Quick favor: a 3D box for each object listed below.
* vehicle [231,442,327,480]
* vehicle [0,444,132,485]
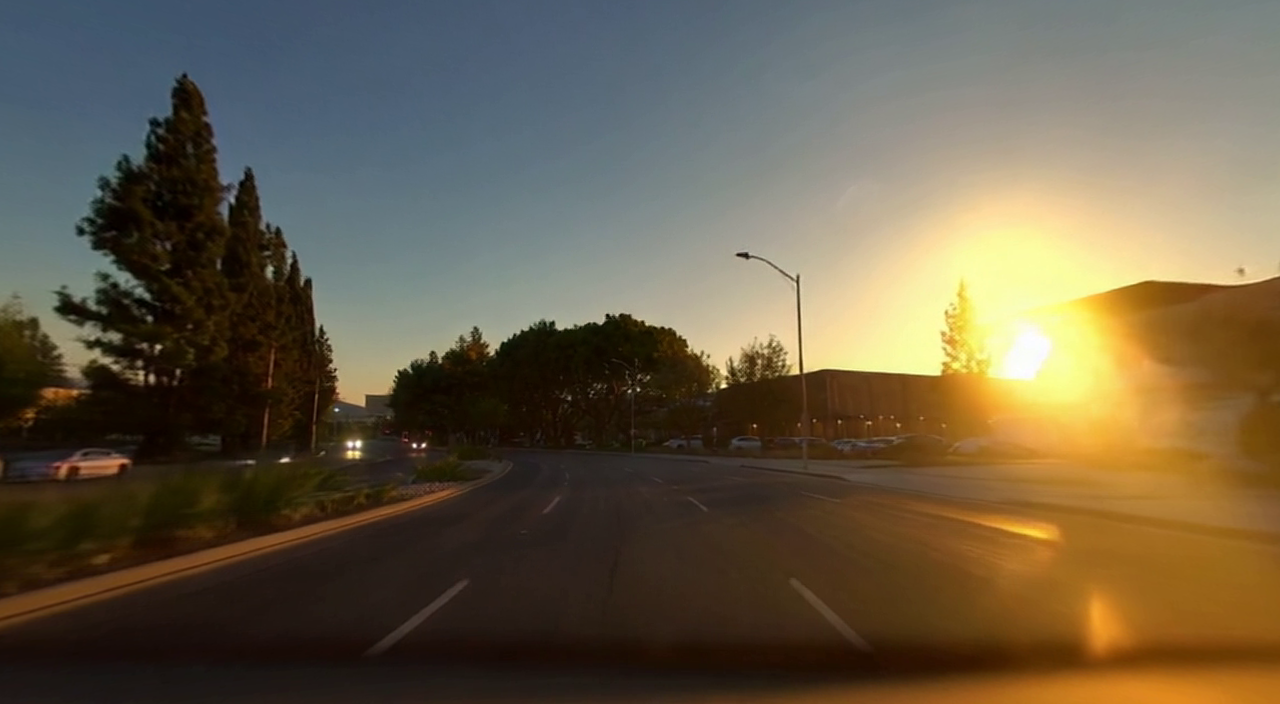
[{"bbox_3d":[-15.590,4.681,27.512,1.987,1.489,4.389,1,-8,-7],"label":"vehicle"},{"bbox_3d":[-22.686,4.388,24.972,1.844,1.452,4.362,1,-8,-7],"label":"vehicle"}]
